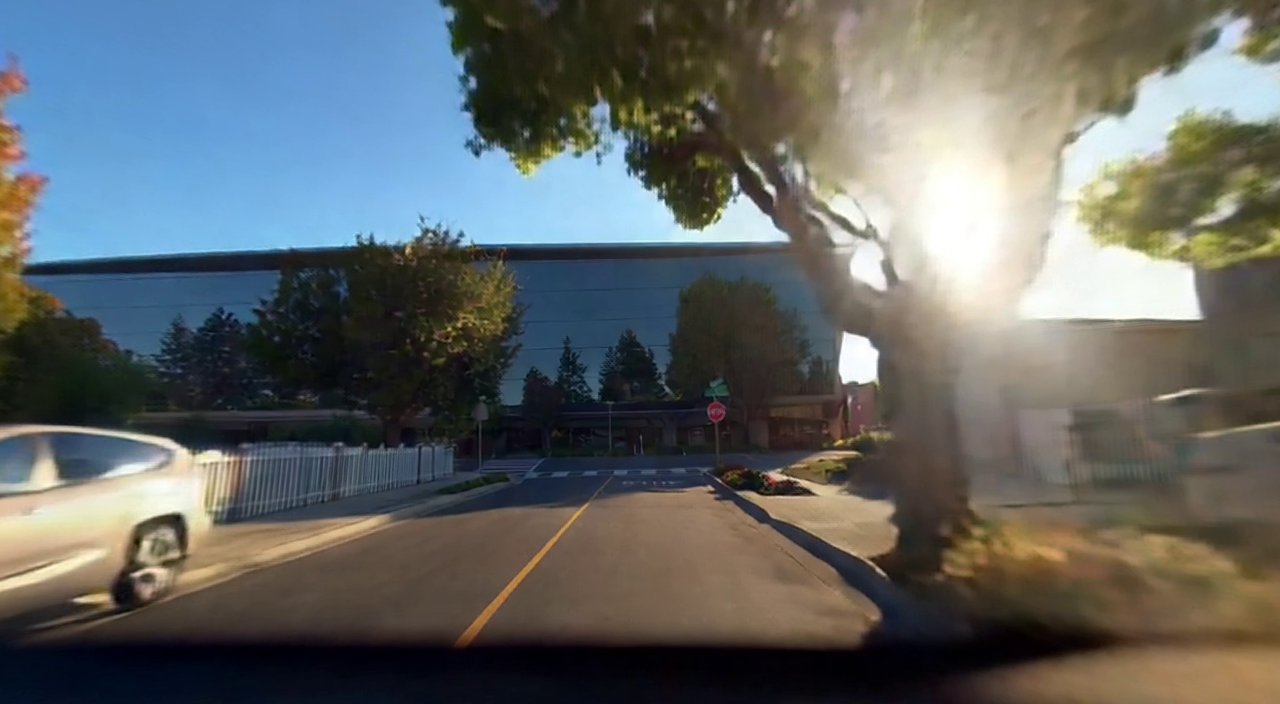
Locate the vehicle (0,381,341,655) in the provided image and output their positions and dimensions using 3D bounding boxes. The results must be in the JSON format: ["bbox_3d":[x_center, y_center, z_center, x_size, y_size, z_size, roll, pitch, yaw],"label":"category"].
[{"bbox_3d":[-5.563,1.374,5.898,2.308,1.899,6.107,-1,-8,3],"label":"vehicle"}]
